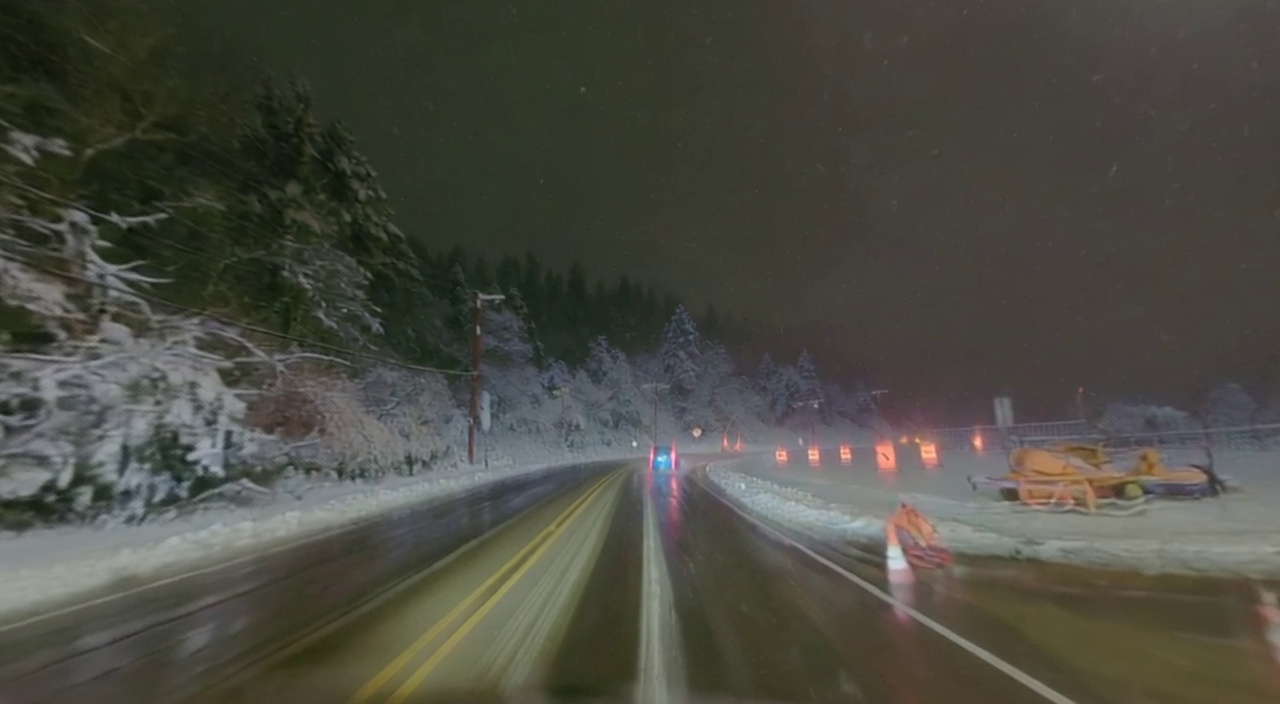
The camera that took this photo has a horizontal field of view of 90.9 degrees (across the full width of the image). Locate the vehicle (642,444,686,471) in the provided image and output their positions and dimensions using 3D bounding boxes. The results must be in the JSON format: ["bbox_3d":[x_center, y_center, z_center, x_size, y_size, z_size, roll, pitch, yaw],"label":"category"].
[{"bbox_3d":[1.515,6.370,38.194,2.259,1.503,4.075,-1,-8,8],"label":"vehicle"}]
